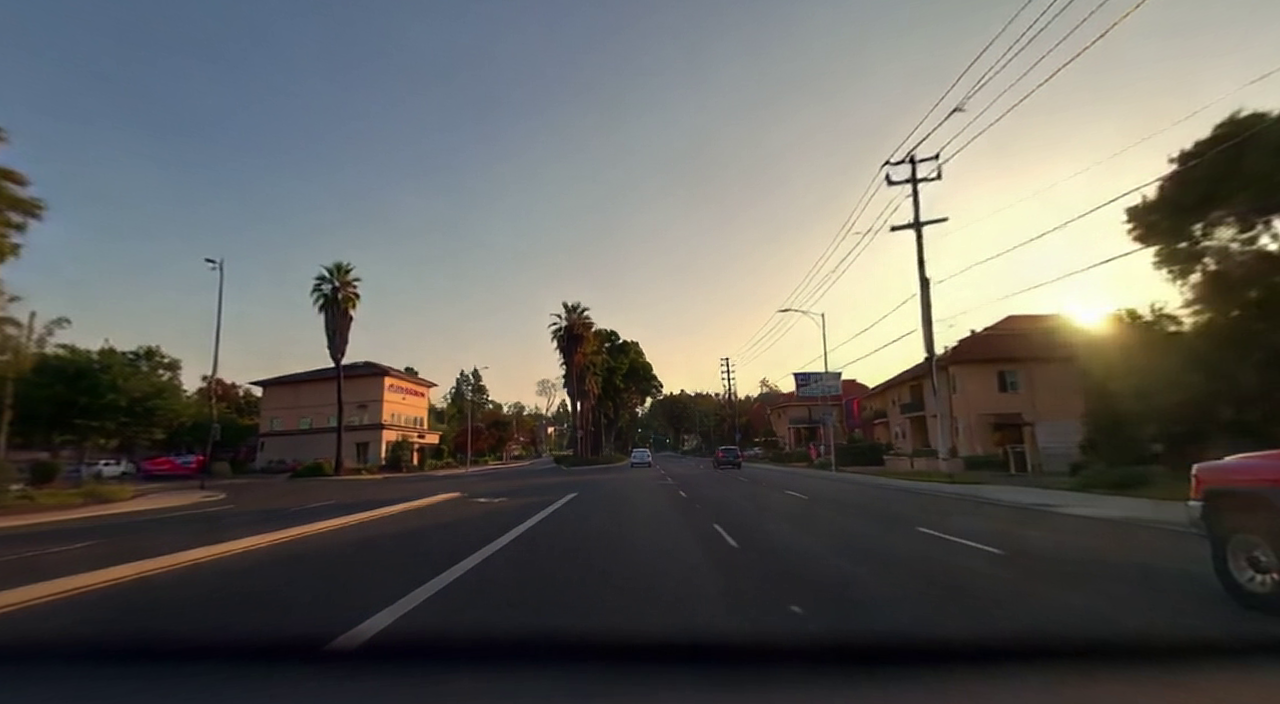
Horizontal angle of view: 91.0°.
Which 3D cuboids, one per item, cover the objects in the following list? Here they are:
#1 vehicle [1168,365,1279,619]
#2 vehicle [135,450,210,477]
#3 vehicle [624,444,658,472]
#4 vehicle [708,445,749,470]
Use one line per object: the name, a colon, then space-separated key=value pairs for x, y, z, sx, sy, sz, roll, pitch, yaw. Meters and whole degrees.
vehicle: x=5.953 y=0.846 z=3.409 sx=2.355 sy=1.889 sz=4.392 roll=0 pitch=-9 yaw=1
vehicle: x=-34.934 y=8.320 z=47.229 sx=1.888 sy=1.754 sz=4.488 roll=-5 pitch=-9 yaw=7
vehicle: x=0.059 y=6.979 z=41.512 sx=2.138 sy=1.702 sz=4.168 roll=0 pitch=-9 yaw=0
vehicle: x=6.292 y=7.576 z=45.468 sx=2.252 sy=1.718 sz=4.617 roll=0 pitch=-9 yaw=0
